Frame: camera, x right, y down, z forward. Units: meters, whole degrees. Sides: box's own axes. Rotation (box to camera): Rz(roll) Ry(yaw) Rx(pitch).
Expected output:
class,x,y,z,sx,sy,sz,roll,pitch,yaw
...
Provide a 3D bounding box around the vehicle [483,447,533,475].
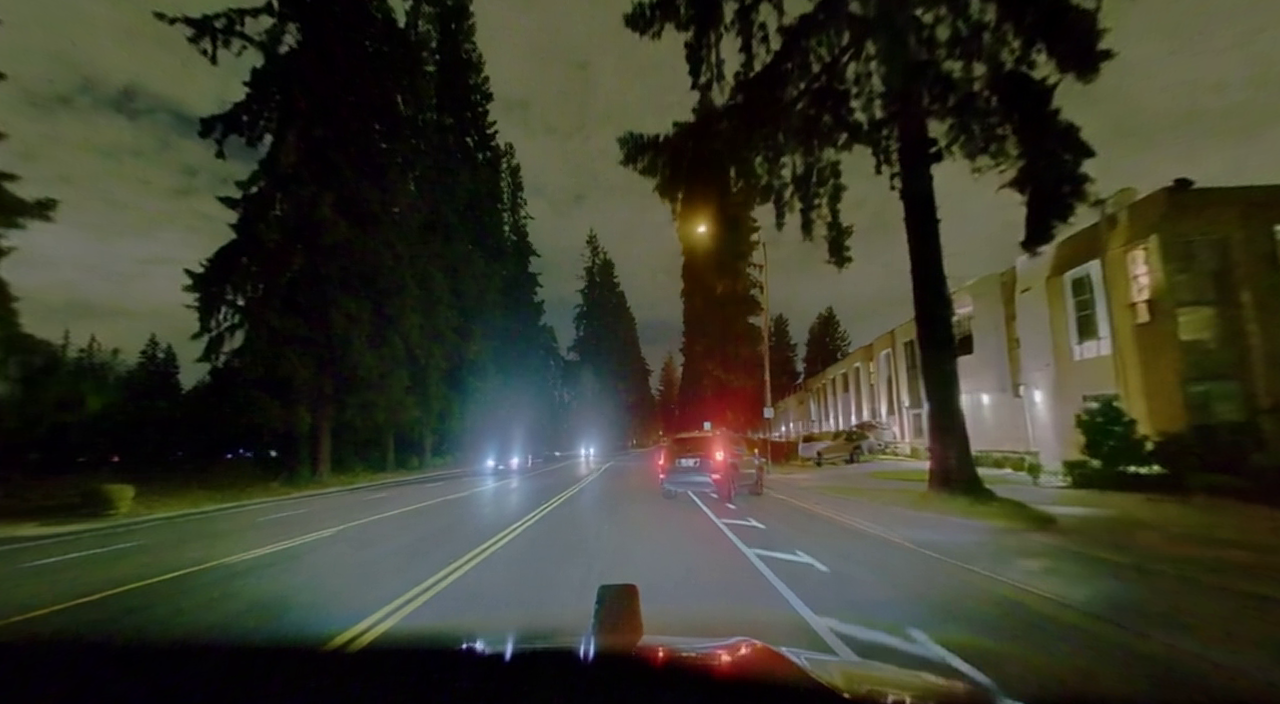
class,x,y,z,sx,sy,sz,roll,pitch,yaw
vehicle,-7.467,6.181,36.054,1.894,1.476,4.429,0,-8,1

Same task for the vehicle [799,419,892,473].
class,x,y,z,sx,sy,sz,roll,pitch,yaw
vehicle,8.308,3.915,26.038,2.007,1.803,4.835,-5,-9,-1

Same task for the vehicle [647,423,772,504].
class,x,y,z,sx,sy,sz,roll,pitch,yaw
vehicle,2.080,2.975,17.303,2.268,1.862,4.724,-3,-9,21
